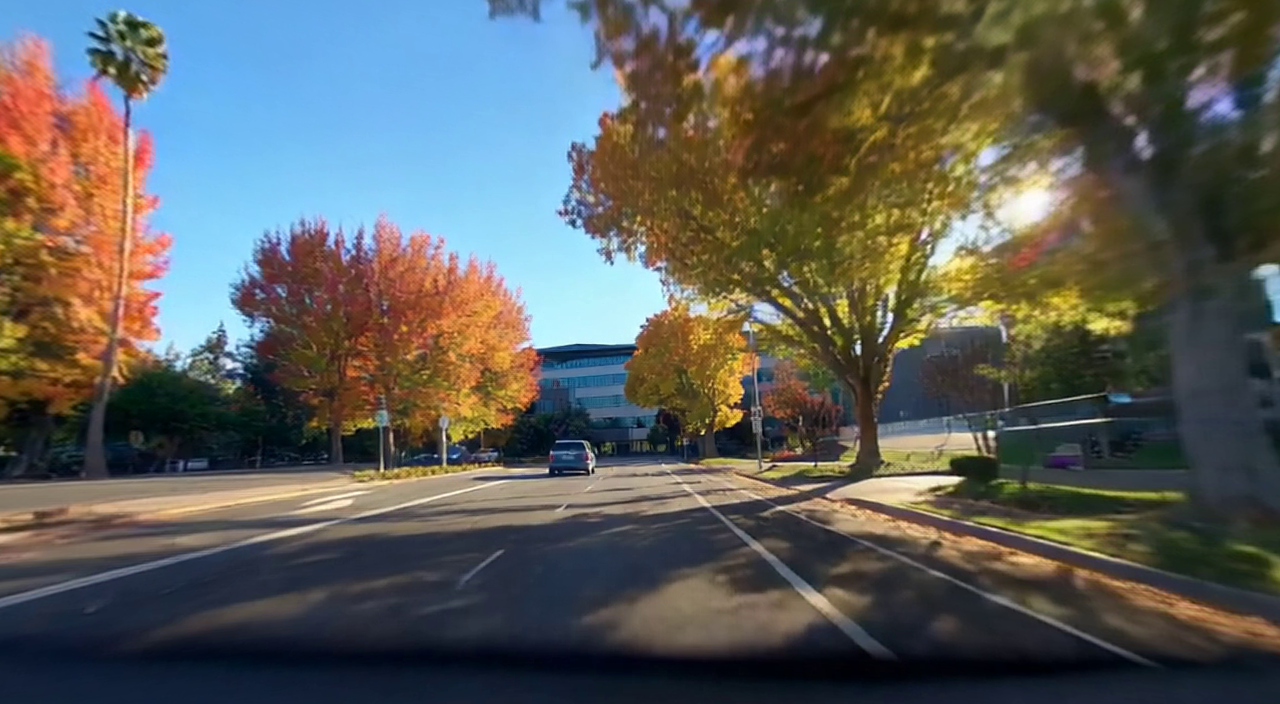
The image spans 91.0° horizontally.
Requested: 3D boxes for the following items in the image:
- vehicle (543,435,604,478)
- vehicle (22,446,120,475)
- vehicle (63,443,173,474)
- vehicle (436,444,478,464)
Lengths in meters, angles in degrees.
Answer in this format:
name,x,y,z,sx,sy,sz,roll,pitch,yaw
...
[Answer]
name,x,y,z,sx,sy,sz,roll,pitch,yaw
vehicle,-2.934,4.771,28.858,2.112,1.779,4.489,0,-9,3
vehicle,-33.606,6.403,37.262,3.856,1.655,1.842,1,-9,-3
vehicle,-32.844,6.706,39.729,4.858,1.849,2.112,1,-9,-2
vehicle,-14.376,8.068,49.846,1.893,1.491,4.711,0,-9,0
